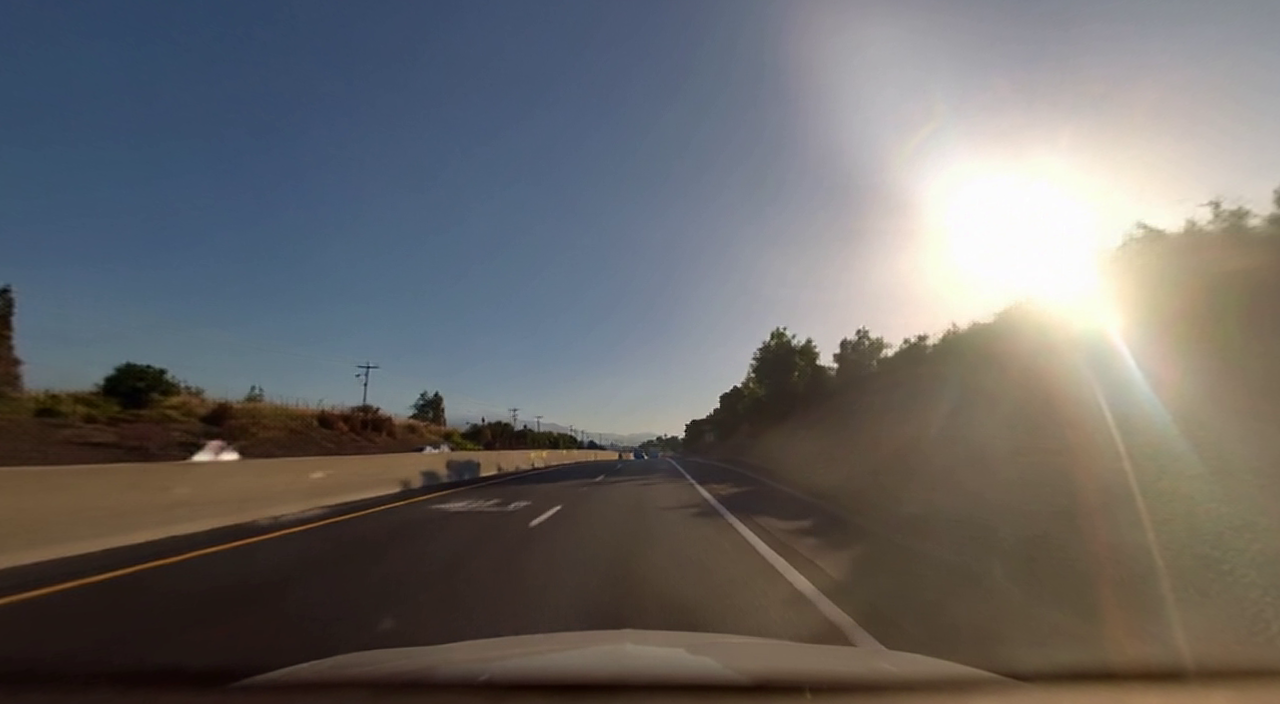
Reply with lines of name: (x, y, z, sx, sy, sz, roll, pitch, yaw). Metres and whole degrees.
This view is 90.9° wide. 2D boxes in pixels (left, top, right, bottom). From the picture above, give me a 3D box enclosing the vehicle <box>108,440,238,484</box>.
vehicle: (-19.178, 4.512, 26.216, 1.918, 1.636, 4.408, -1, -9, 2)
